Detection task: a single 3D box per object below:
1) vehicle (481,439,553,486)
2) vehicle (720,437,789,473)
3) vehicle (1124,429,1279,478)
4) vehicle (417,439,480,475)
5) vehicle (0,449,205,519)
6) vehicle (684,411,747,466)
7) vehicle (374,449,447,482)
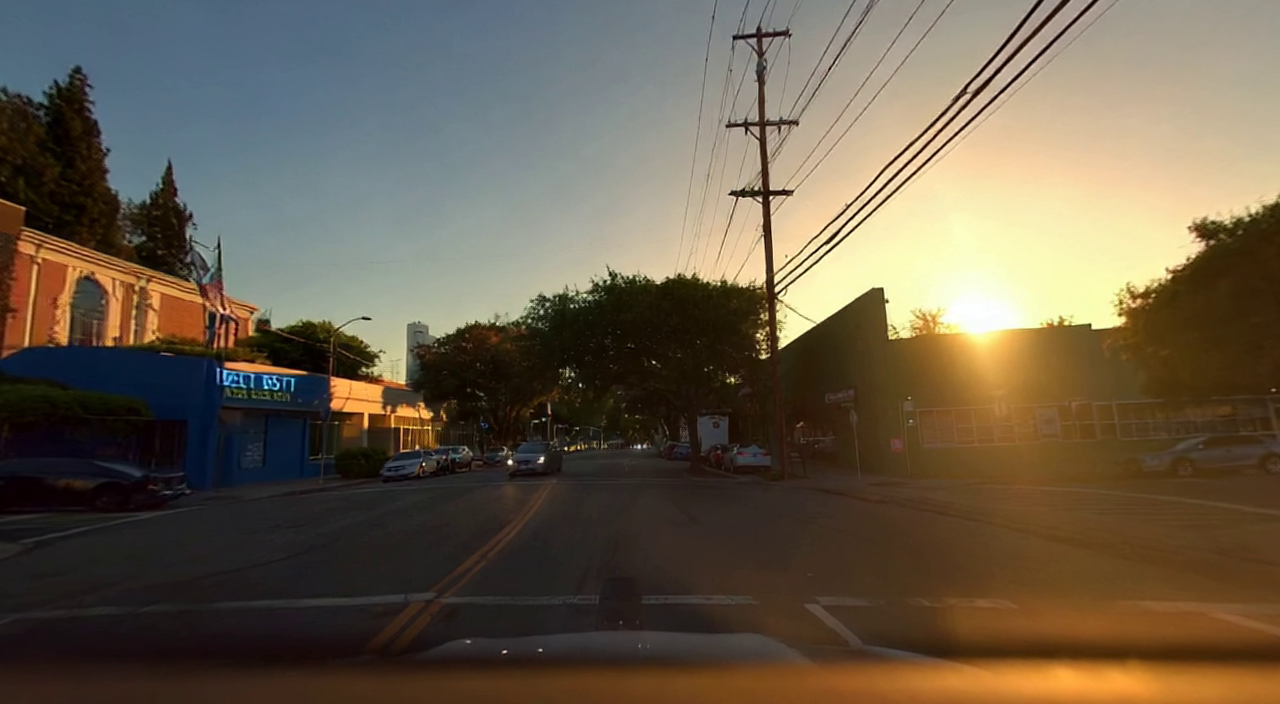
[{"bbox_3d":[-4.300,3.916,22.707,1.914,1.506,4.125,0,-8,-3],"label":"vehicle"},{"bbox_3d":[5.595,5.107,31.540,1.963,1.646,4.204,2,-9,-11],"label":"vehicle"},{"bbox_3d":[18.623,3.247,20.352,4.368,1.479,1.985,0,-8,1],"label":"vehicle"},{"bbox_3d":[-10.845,5.989,36.178,2.072,1.818,4.951,-3,-9,0],"label":"vehicle"},{"bbox_3d":[-13.782,3.168,15.505,4.729,1.518,2.107,4,-9,-25],"label":"vehicle"},{"bbox_3d":[4.599,5.553,40.290,2.815,3.203,7.558,0,-8,-2],"label":"vehicle"},{"bbox_3d":[-10.953,5.403,30.485,1.978,1.452,4.263,0,-8,0],"label":"vehicle"}]
